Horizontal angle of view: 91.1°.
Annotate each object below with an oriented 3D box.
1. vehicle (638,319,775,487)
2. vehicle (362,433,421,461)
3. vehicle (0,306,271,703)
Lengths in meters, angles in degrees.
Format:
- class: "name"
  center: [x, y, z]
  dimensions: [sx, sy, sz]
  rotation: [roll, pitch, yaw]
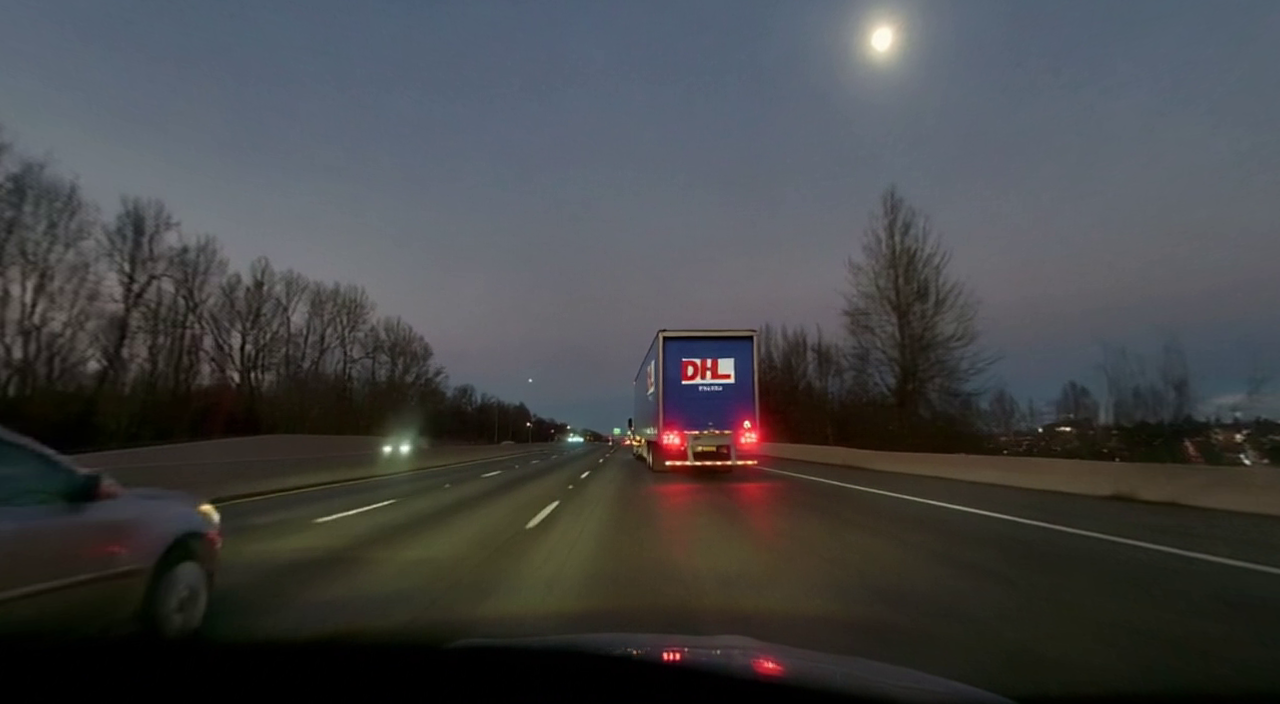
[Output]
- class: "vehicle"
  center: [1.646, 1.843, 20.255]
  dimensions: [3.011, 4.211, 8.926]
  rotation: [0, -8, -3]
- class: "vehicle"
  center: [-16.922, 6.474, 43.070]
  dimensions: [2.062, 1.777, 4.967]
  rotation: [0, -8, -1]
- class: "vehicle"
  center: [-3.599, 0.607, 1.444]
  dimensions: [2.394, 1.787, 5.186]
  rotation: [0, -8, -1]
